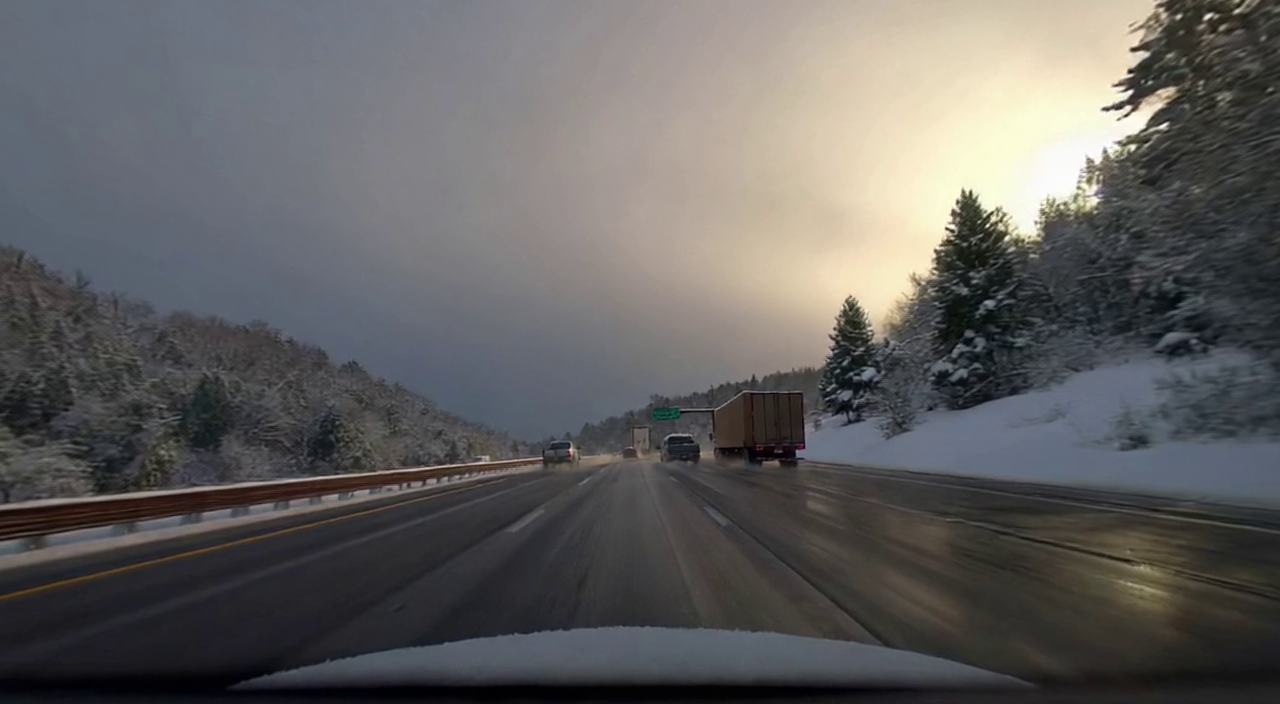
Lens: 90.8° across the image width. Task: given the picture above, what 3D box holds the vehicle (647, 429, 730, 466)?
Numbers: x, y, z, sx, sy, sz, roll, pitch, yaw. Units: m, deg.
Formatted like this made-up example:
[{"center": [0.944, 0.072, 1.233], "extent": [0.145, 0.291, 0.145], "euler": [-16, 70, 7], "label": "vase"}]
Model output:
[{"center": [3.062, 6.171, 40.832], "extent": [5.075, 2.277, 2.365], "euler": [0, -9, -2], "label": "vehicle"}]

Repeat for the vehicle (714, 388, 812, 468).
[{"center": [7.394, 5.239, 41.369], "extent": [2.935, 4.187, 16.357], "euler": [0, -9, -1], "label": "vehicle"}]

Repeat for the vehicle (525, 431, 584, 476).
[{"center": [-4.016, 4.892, 30.542], "extent": [2.193, 1.977, 4.759], "euler": [0, -9, 0], "label": "vehicle"}]
